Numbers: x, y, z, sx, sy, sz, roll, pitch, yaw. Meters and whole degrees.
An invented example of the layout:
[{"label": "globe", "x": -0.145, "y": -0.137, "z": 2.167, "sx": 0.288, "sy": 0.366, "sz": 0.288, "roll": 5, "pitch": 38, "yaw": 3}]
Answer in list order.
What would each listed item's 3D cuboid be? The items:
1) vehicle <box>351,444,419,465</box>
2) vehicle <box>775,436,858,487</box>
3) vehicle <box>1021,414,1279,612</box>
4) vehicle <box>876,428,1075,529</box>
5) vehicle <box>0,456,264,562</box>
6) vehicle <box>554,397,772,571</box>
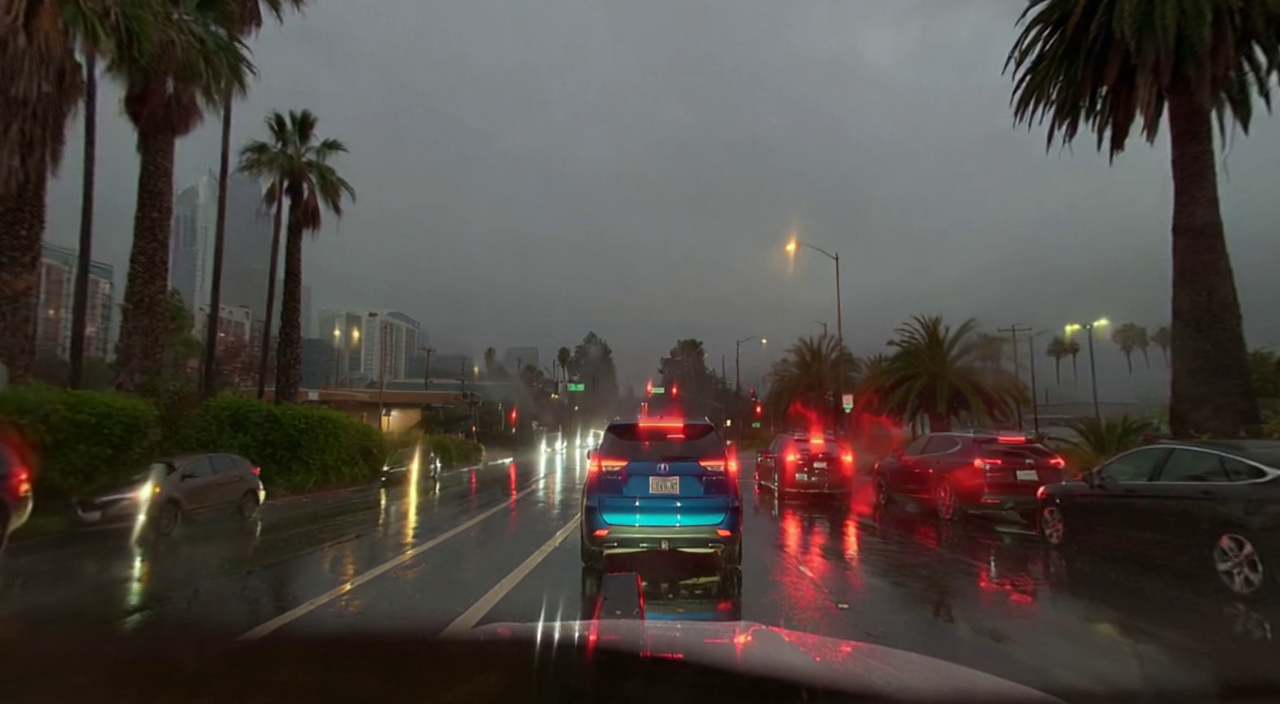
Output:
[{"label": "vehicle", "x": -18.763, "y": 7.573, "z": 46.658, "sx": 1.759, "sy": 1.457, "sz": 4.297, "roll": -7, "pitch": -11, "yaw": 38}, {"label": "vehicle", "x": 6.506, "y": 4.070, "z": 23.758, "sx": 1.948, "sy": 1.729, "sz": 4.023, "roll": 0, "pitch": -8, "yaw": 0}, {"label": "vehicle", "x": 6.441, "y": 1.599, "z": 6.927, "sx": 1.935, "sy": 1.672, "sz": 4.139, "roll": 0, "pitch": -8, "yaw": 1}, {"label": "vehicle", "x": 6.669, "y": 2.525, "z": 13.245, "sx": 1.930, "sy": 1.736, "sz": 4.329, "roll": -1, "pitch": -8, "yaw": 3}, {"label": "vehicle", "x": -9.583, "y": 2.807, "z": 11.978, "sx": 2.054, "sy": 1.467, "sz": 4.595, "roll": -3, "pitch": -9, "yaw": 1}, {"label": "vehicle", "x": 0.265, "y": 1.691, "z": 8.792, "sx": 2.264, "sy": 1.798, "sz": 4.258, "roll": 0, "pitch": -8, "yaw": 1}]
